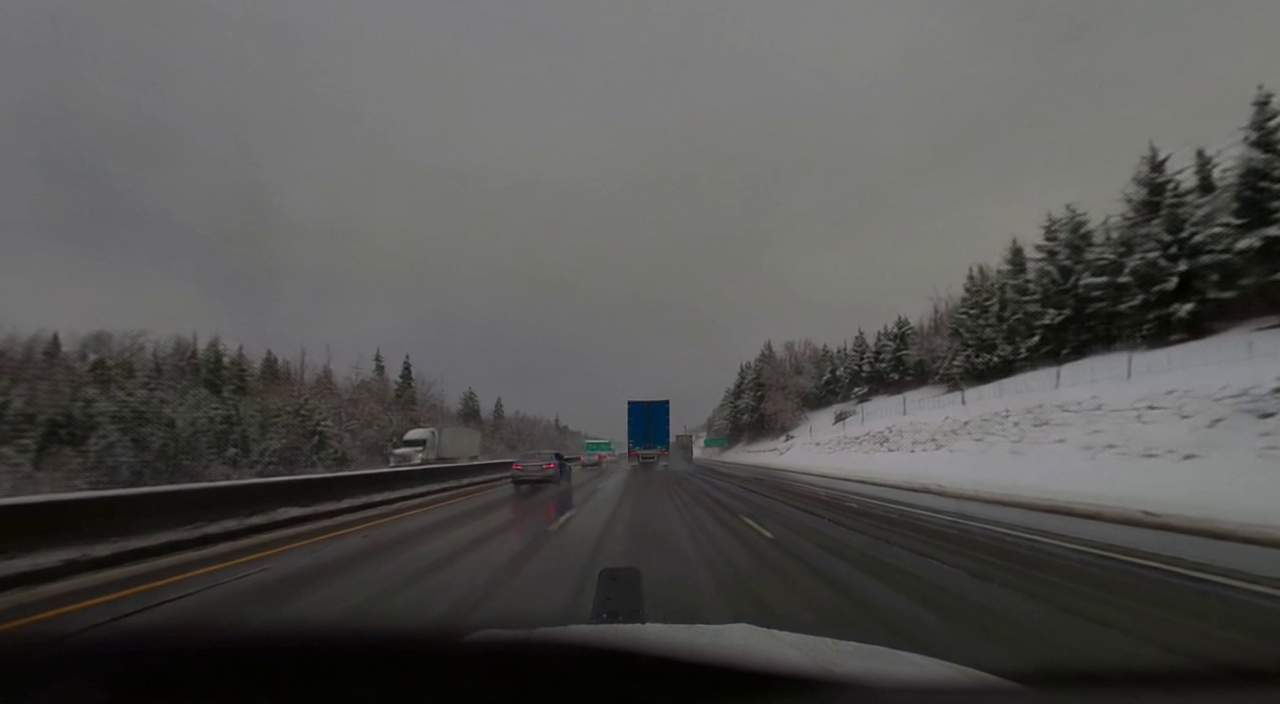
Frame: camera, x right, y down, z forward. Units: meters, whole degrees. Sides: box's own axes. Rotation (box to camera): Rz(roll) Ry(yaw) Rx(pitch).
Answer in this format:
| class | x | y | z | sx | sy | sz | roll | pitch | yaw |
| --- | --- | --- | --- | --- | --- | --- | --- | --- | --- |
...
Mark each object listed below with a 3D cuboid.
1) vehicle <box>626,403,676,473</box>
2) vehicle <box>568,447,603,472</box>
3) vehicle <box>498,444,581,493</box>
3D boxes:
| class | x | y | z | sx | sy | sz | roll | pitch | yaw |
| --- | --- | --- | --- | --- | --- | --- | --- | --- | --- |
| vehicle | 0.631 | 5.893 | 42.643 | 2.919 | 4.048 | 11.010 | 0 | -9 | 0 |
| vehicle | -3.631 | 7.238 | 42.658 | 2.051 | 1.537 | 4.111 | 0 | -9 | 0 |
| vehicle | -3.336 | 3.969 | 21.843 | 2.053 | 1.489 | 4.740 | 0 | -9 | 1 |
